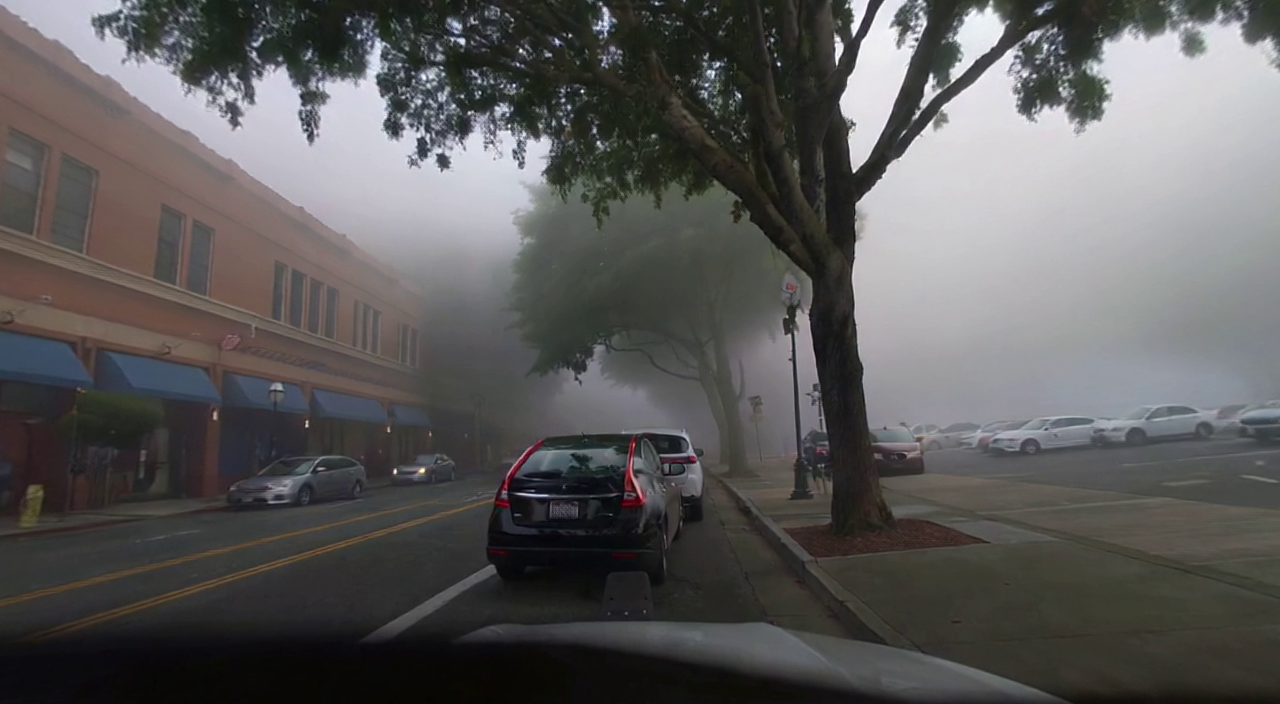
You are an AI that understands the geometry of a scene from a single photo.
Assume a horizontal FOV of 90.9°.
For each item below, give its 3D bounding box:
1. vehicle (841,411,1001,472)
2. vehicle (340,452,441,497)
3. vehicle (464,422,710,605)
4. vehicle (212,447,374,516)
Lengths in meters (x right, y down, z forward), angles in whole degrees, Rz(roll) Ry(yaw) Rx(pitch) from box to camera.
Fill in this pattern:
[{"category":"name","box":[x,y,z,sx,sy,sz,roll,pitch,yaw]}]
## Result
[{"category":"vehicle","box":[9.011,2.829,20.220,4.558,1.528,1.915,-1,-8,-23]},{"category":"vehicle","box":[-10.261,5.032,26.280,1.826,1.432,4.556,-7,-9,8]},{"category":"vehicle","box":[-0.264,1.632,7.300,1.939,1.478,3.922,-1,-8,9]},{"category":"vehicle","box":[-11.009,4.068,20.589,2.081,1.718,5.342,-6,-9,3]}]
